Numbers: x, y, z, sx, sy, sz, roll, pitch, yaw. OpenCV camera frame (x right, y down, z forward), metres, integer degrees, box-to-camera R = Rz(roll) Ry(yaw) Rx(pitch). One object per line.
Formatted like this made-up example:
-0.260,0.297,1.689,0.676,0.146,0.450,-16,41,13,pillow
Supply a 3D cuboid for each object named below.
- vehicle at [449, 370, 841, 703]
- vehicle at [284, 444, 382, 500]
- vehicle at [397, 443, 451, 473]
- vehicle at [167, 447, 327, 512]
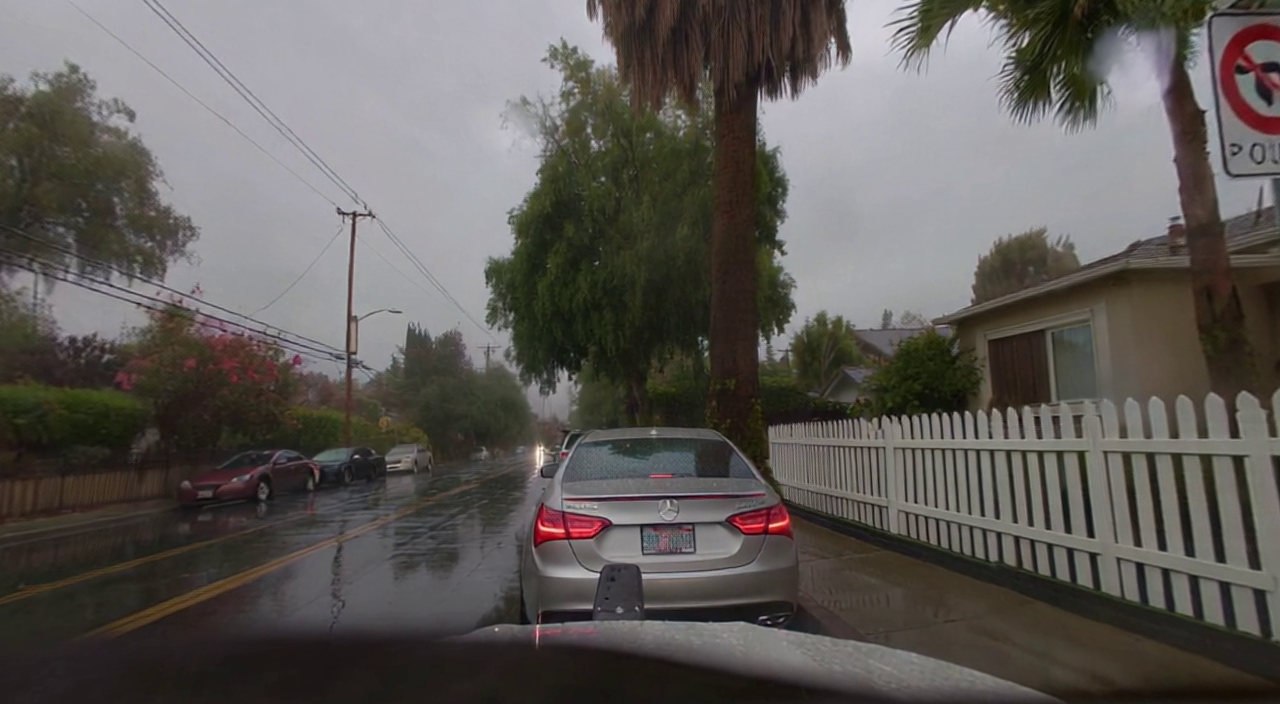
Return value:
-0.134,1.220,5.000,1.894,1.695,3.795,1,-8,-6,vehicle
-12.151,4.715,25.292,2.048,1.485,4.757,-4,-4,-8,vehicle
-13.173,6.467,38.698,2.060,1.689,4.999,1,-8,-7,vehicle
-11.395,3.665,18.797,2.017,1.627,5.039,1,-8,-7,vehicle
